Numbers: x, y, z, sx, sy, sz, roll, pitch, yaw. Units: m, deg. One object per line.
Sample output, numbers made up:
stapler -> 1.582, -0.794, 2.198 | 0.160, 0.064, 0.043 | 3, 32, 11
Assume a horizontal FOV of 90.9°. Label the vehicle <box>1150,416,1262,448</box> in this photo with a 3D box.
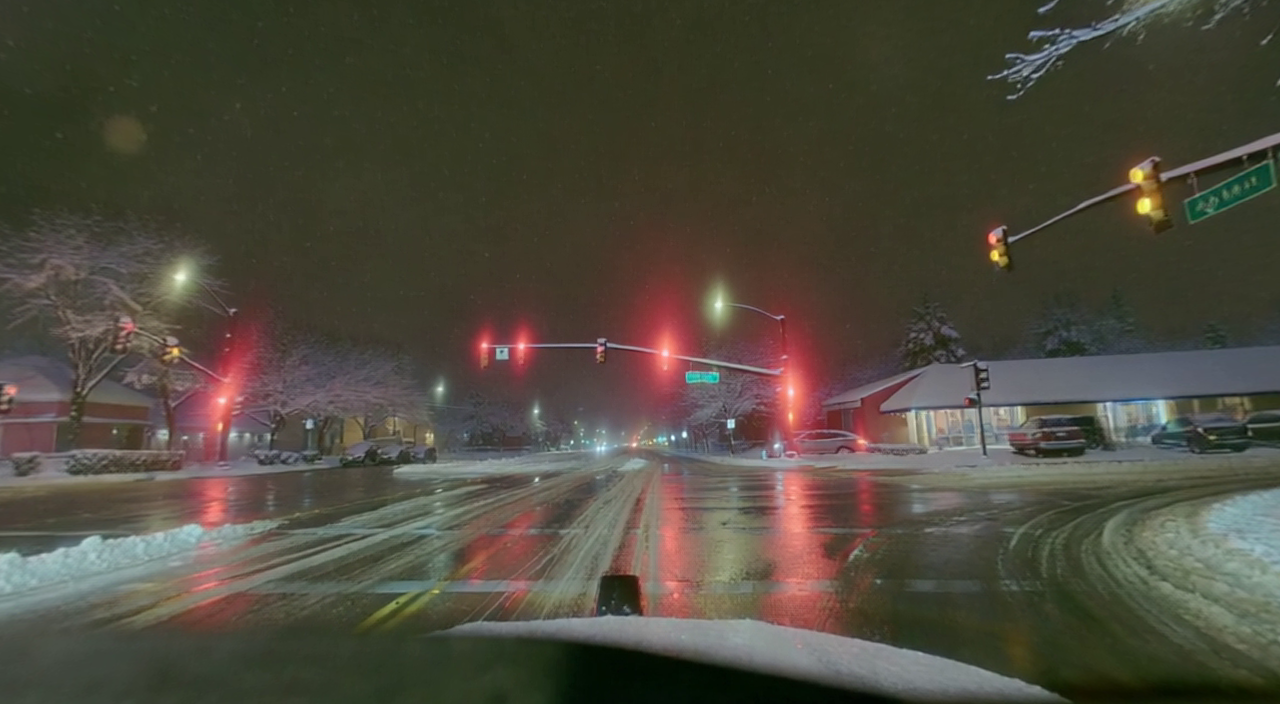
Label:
vehicle -> 28.297, 4.073, 31.706 | 1.799, 1.459, 4.266 | 0, -8, 3
